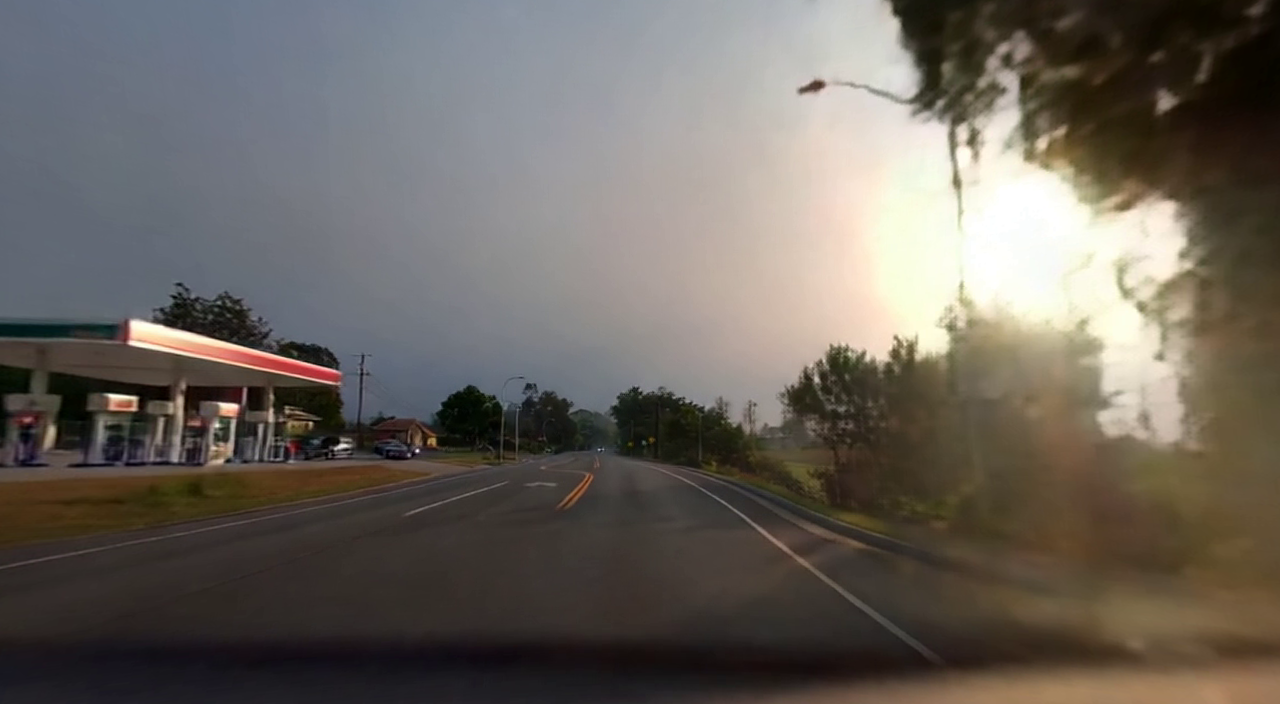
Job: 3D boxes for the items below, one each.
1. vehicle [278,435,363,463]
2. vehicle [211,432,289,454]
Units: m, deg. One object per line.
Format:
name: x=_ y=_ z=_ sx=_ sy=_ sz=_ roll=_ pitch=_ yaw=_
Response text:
vehicle: x=-22.234 y=6.768 z=43.939 sx=4.907 sy=1.827 sz=2.121 roll=6 pitch=-10 yaw=-35
vehicle: x=-28.555 y=6.652 z=46.212 sx=4.505 sy=1.523 sz=1.873 roll=8 pitch=-12 yaw=-43
